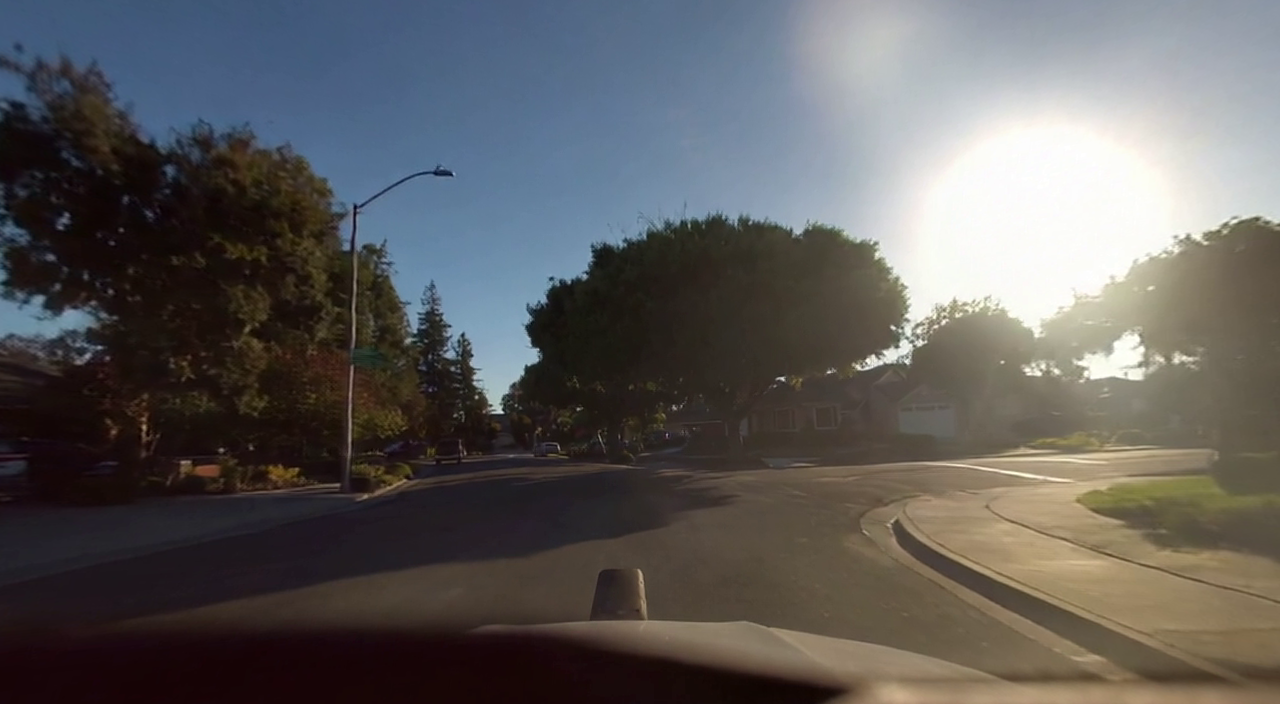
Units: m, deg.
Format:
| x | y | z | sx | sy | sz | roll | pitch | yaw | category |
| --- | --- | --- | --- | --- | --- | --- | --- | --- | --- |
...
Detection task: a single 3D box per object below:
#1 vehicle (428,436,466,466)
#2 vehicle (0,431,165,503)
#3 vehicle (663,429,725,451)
| x | y | z | sx | sy | sz | roll | pitch | yaw | category |
| --- | --- | --- | --- | --- | --- | --- | --- | --- | --- |
| -12.577 | 6.481 | 41.387 | 2.152 | 1.826 | 4.725 | 2 | -9 | -15 | vehicle |
| -14.807 | 2.819 | 15.634 | 4.313 | 1.644 | 2.024 | 2 | -9 | -14 | vehicle |
| 4.047 | 6.609 | 47.427 | 4.241 | 1.597 | 1.833 | 2 | -9 | -14 | vehicle |
